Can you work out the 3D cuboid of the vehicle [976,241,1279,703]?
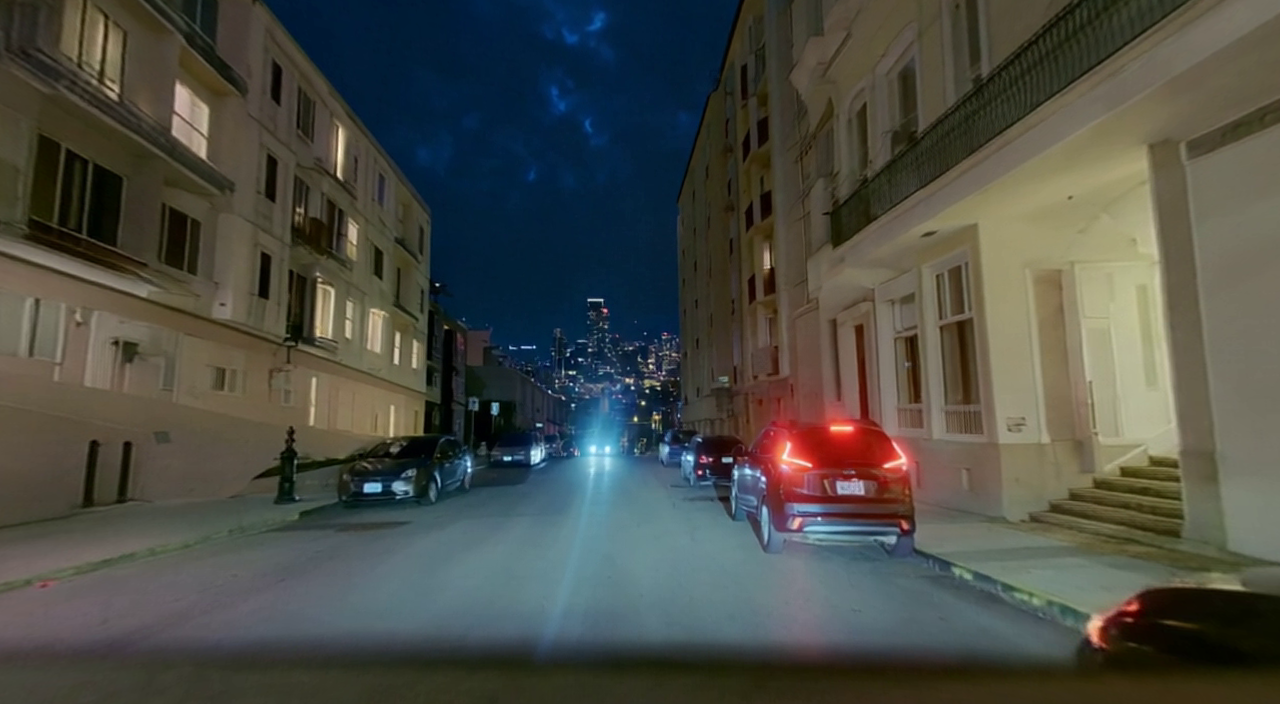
[{"bbox_3d":[2.272,0.510,0.338,1.897,1.717,4.028,0,-8,-1],"label":"vehicle"}]

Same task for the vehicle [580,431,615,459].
[{"bbox_3d":[-2.486,5.480,37.254,1.845,1.544,3.388,0,-8,0],"label":"vehicle"}]

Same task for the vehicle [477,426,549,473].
[{"bbox_3d":[-4.860,3.817,24.614,1.942,1.521,3.761,5,-9,0],"label":"vehicle"}]

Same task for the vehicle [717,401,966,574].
[{"bbox_3d":[2.214,1.592,8.185,1.839,1.678,3.918,0,-8,-1],"label":"vehicle"}]

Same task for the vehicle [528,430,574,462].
[{"bbox_3d":[-4.798,5.136,34.460,1.872,1.484,3.978,5,-9,1],"label":"vehicle"}]

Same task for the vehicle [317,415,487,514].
[{"bbox_3d":[-4.556,2.256,12.884,1.883,1.499,4.426,6,-10,-3],"label":"vehicle"}]
